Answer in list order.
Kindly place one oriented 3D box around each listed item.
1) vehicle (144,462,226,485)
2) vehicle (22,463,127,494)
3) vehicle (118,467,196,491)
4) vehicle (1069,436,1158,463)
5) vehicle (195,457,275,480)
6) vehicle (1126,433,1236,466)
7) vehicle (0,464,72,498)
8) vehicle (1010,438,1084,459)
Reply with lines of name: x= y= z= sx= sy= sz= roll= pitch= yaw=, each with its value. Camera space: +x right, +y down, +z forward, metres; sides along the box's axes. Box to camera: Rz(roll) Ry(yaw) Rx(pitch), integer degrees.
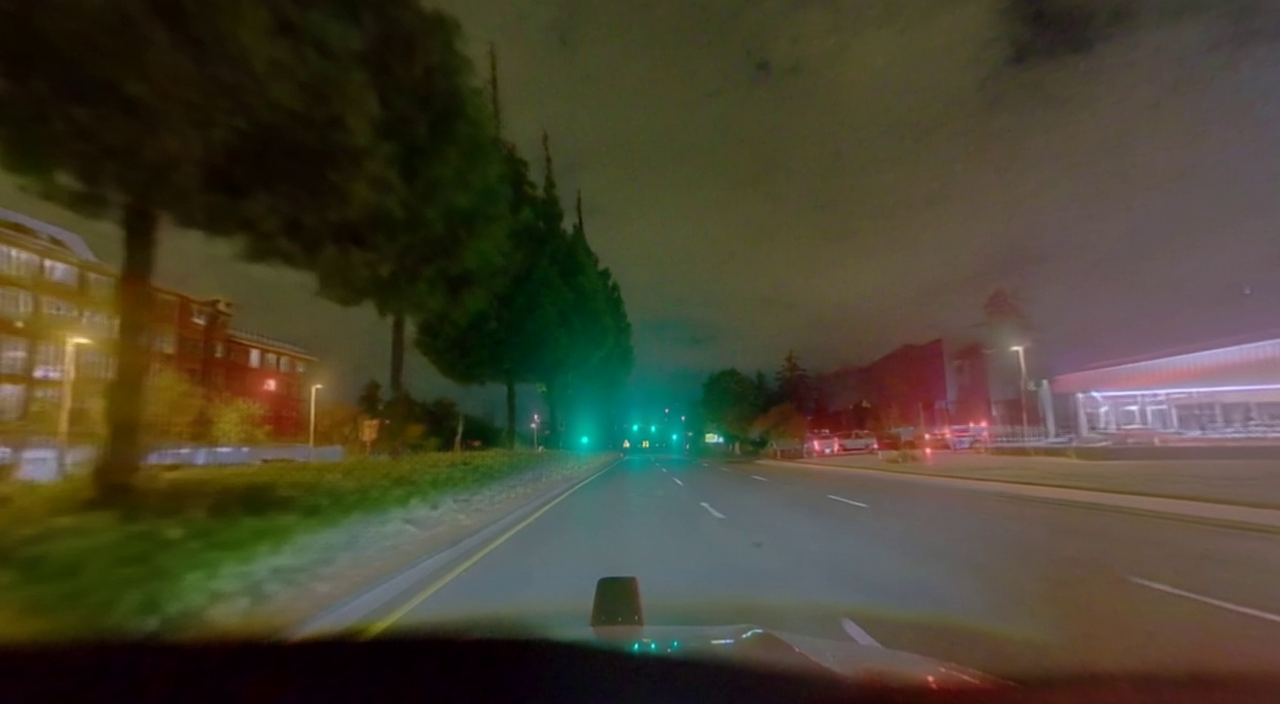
vehicle: x=-29.400 y=7.853 z=40.742 sx=3.739 sy=1.432 sz=1.902 roll=0 pitch=-9 yaw=-1
vehicle: x=-29.456 y=6.579 z=32.868 sx=3.418 sy=1.373 sz=2.115 roll=-1 pitch=-8 yaw=0
vehicle: x=-29.325 y=7.714 z=38.293 sx=3.322 sy=1.358 sz=1.617 roll=0 pitch=-9 yaw=-2
vehicle: x=31.988 y=6.567 z=42.580 sx=4.301 sy=1.760 sz=2.057 roll=0 pitch=-8 yaw=-1
vehicle: x=-29.578 y=8.489 z=46.028 sx=4.350 sy=1.512 sz=2.145 roll=0 pitch=-8 yaw=-2
vehicle: x=31.850 y=5.749 z=37.138 sx=4.525 sy=1.834 sz=2.118 roll=0 pitch=-8 yaw=-3
vehicle: x=-29.724 y=6.103 z=29.888 sx=3.506 sy=1.452 sz=2.035 roll=0 pitch=-9 yaw=1
vehicle: x=31.103 y=7.389 z=48.186 sx=4.211 sy=1.574 sz=1.973 roll=-1 pitch=-8 yaw=5
